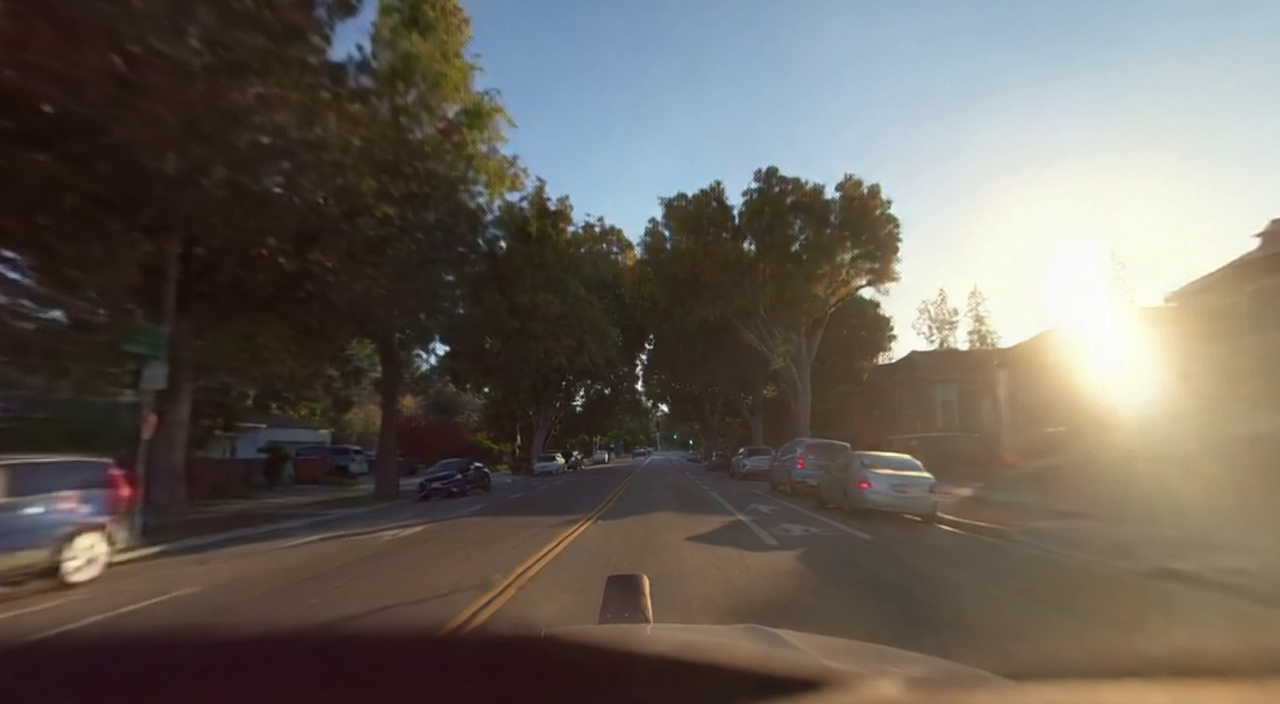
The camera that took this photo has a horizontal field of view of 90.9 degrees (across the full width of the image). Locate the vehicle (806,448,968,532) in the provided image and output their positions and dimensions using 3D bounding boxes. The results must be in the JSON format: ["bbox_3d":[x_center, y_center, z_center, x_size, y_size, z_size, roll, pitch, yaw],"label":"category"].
[{"bbox_3d":[4.981,2.793,13.472,1.704,1.445,4.492,0,-9,1],"label":"vehicle"}]

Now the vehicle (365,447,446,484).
[{"bbox_3d":[-12.608,6.079,34.039,3.513,1.829,1.976,-1,-8,11],"label":"vehicle"}]

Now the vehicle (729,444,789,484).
[{"bbox_3d":[5.609,5.330,30.345,2.137,1.747,4.797,-1,-9,2],"label":"vehicle"}]

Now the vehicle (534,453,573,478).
[{"bbox_3d":[-6.074,7.992,44.585,1.971,1.479,4.307,-2,-8,3],"label":"vehicle"}]

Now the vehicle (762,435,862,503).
[{"bbox_3d":[5.121,3.544,19.500,2.089,1.831,4.492,-1,-9,4],"label":"vehicle"}]

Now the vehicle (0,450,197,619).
[{"bbox_3d":[-7.381,1.912,6.652,1.996,1.628,4.603,-1,-8,1],"label":"vehicle"}]

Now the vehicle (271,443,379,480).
[{"bbox_3d":[-17.366,6.041,34.854,4.886,1.936,2.108,-2,-9,8],"label":"vehicle"}]

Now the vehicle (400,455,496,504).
[{"bbox_3d":[-6.764,4.524,22.734,1.903,1.463,4.526,-1,-8,2],"label":"vehicle"}]
